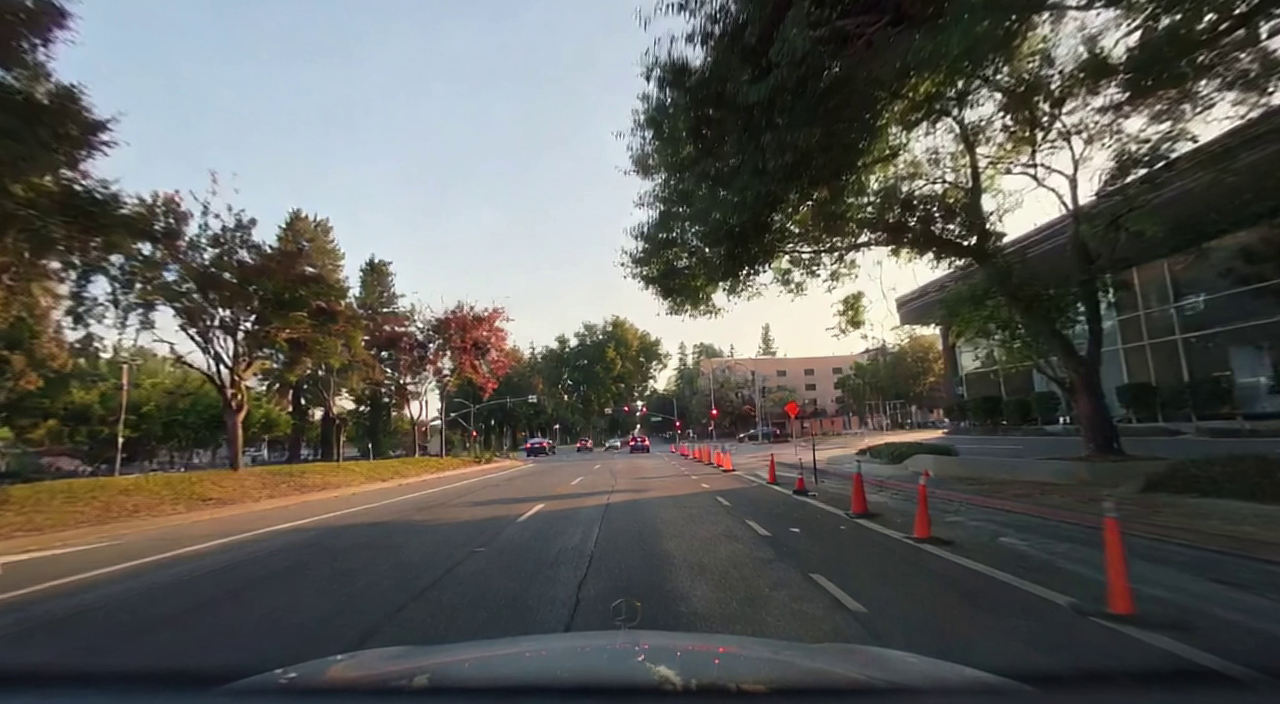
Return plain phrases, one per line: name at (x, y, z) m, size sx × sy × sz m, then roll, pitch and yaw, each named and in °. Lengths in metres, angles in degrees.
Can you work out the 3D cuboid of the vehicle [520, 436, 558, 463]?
vehicle at (-6.423, 6.252, 40.594) m, size 1.869 × 1.570 × 4.064 m, roll 0°, pitch -8°, yaw -2°
